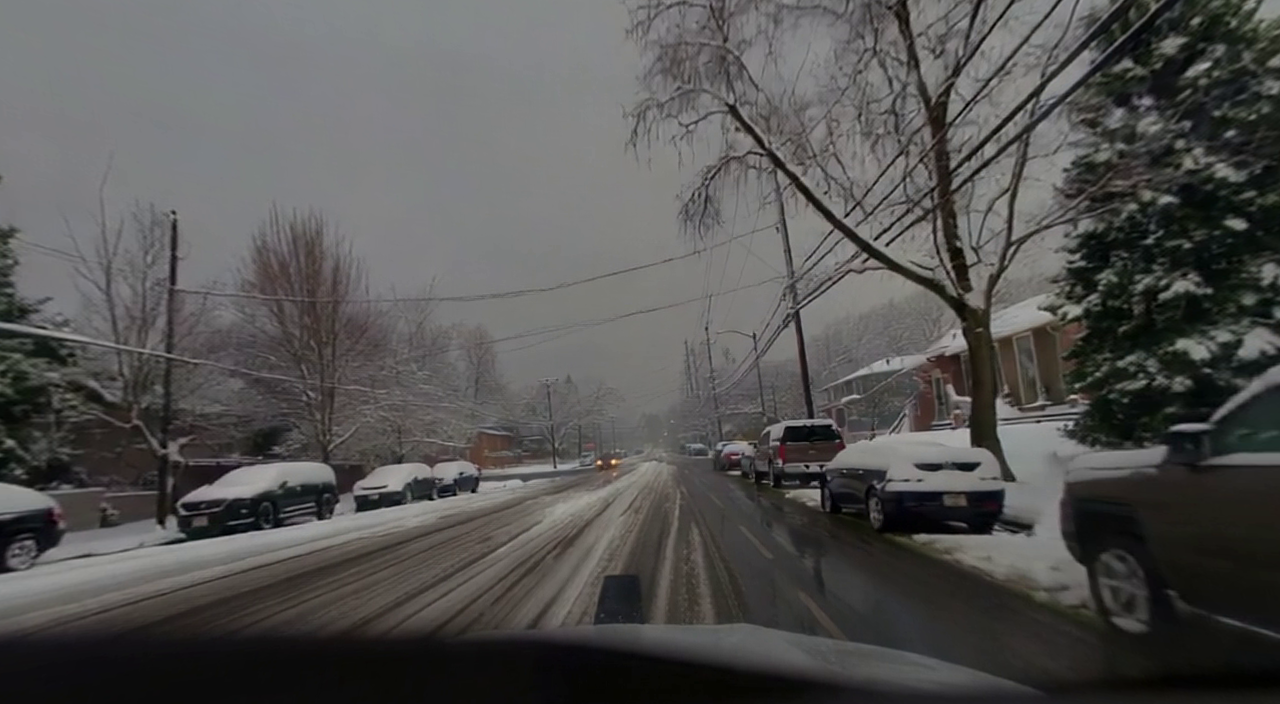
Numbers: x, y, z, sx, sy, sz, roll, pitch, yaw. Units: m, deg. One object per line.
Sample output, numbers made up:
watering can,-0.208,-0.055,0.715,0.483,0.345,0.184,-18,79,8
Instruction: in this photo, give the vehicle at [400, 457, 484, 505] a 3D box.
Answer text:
vehicle,-9.822,6.415,32.017,2.282,2.060,5.738,-1,-8,1

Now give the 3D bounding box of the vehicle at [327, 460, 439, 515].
vehicle,-10.343,5.469,26.006,2.089,1.837,5.499,-1,-8,3

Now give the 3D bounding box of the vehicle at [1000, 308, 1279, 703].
vehicle,3.969,0.674,2.371,2.199,1.885,5.461,-1,-8,3

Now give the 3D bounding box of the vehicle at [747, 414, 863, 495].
vehicle,4.964,3.198,20.051,2.330,2.160,5.550,-1,-8,2

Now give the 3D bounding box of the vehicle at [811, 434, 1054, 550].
vehicle,4.516,2.212,10.861,1.927,1.483,5.100,-1,-8,3

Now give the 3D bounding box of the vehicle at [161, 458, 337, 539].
vehicle,-10.716,3.995,17.814,1.937,1.837,4.414,-1,-8,3
